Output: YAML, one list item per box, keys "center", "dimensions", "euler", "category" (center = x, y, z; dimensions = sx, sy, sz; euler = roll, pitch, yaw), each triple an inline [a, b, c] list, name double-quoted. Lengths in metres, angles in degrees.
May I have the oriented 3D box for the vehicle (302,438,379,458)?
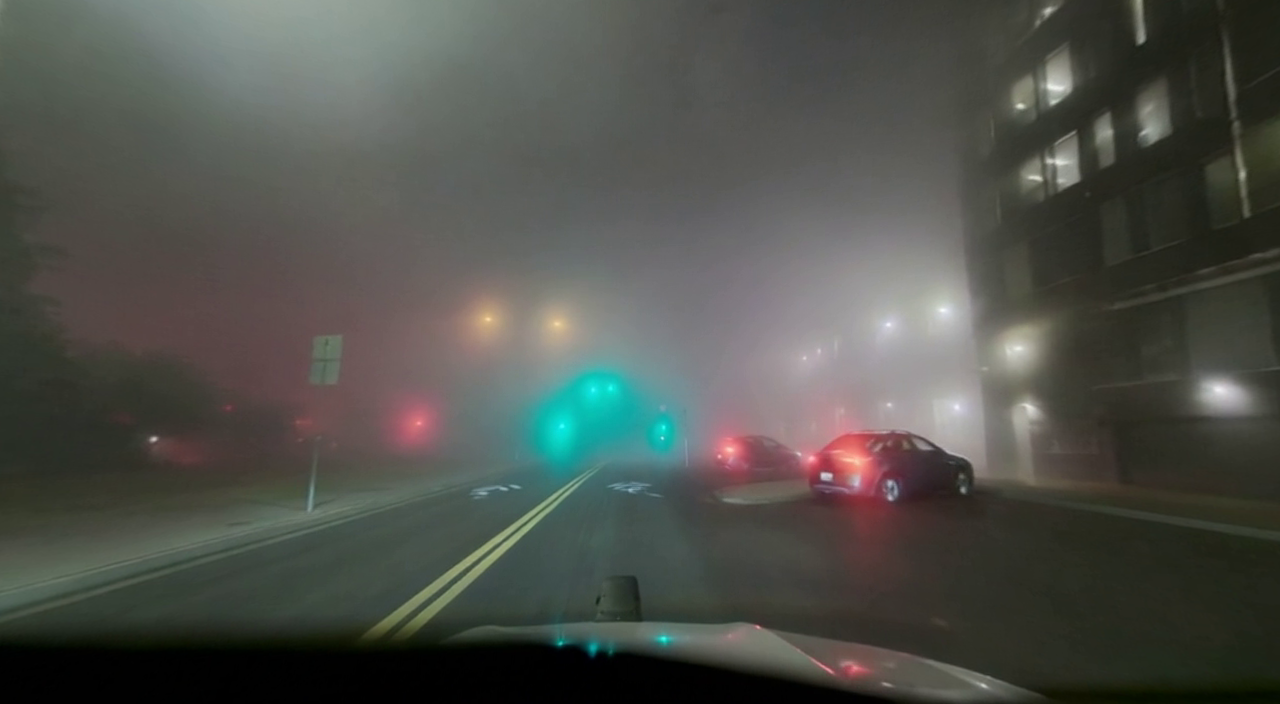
- center: [-19.612, 6.294, 41.464]
  dimensions: [2.660, 1.211, 4.739]
  euler: [-1, -8, 2]
  category: "vehicle"

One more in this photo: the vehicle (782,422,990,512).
- center: [4.926, 2.194, 12.542]
  dimensions: [3.844, 1.524, 1.847]
  euler: [4, -9, -32]
  category: "vehicle"

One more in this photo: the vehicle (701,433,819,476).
- center: [4.610, 3.889, 24.247]
  dimensions: [4.033, 1.514, 1.974]
  euler: [3, -9, -24]
  category: "vehicle"
